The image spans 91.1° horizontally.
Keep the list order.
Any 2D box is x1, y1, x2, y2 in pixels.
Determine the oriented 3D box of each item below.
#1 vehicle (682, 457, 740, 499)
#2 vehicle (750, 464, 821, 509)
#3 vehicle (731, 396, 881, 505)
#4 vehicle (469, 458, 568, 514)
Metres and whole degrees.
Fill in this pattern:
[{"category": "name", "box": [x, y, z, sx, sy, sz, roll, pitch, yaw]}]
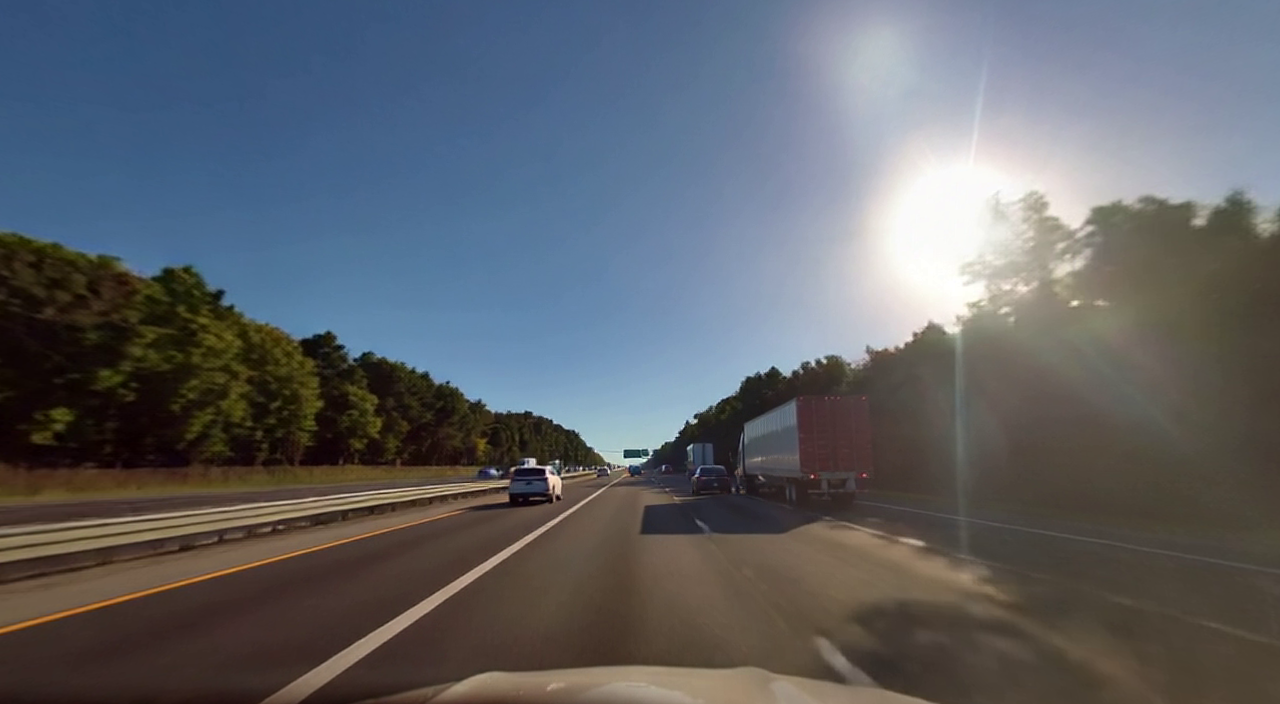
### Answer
[{"category": "vehicle", "box": [3.208, 5.819, 29.196, 2.050, 1.708, 4.457, 1, -10, -1]}, {"category": "vehicle", "box": [5.271, 4.921, 23.227, 1.672, 1.475, 3.733, 1, -11, -1]}, {"category": "vehicle", "box": [7.530, 5.289, 32.521, 2.861, 4.086, 17.499, 1, -10, -1]}, {"category": "vehicle", "box": [-3.620, 4.119, 19.717, 2.065, 1.485, 4.682, 1, -10, 1]}]
